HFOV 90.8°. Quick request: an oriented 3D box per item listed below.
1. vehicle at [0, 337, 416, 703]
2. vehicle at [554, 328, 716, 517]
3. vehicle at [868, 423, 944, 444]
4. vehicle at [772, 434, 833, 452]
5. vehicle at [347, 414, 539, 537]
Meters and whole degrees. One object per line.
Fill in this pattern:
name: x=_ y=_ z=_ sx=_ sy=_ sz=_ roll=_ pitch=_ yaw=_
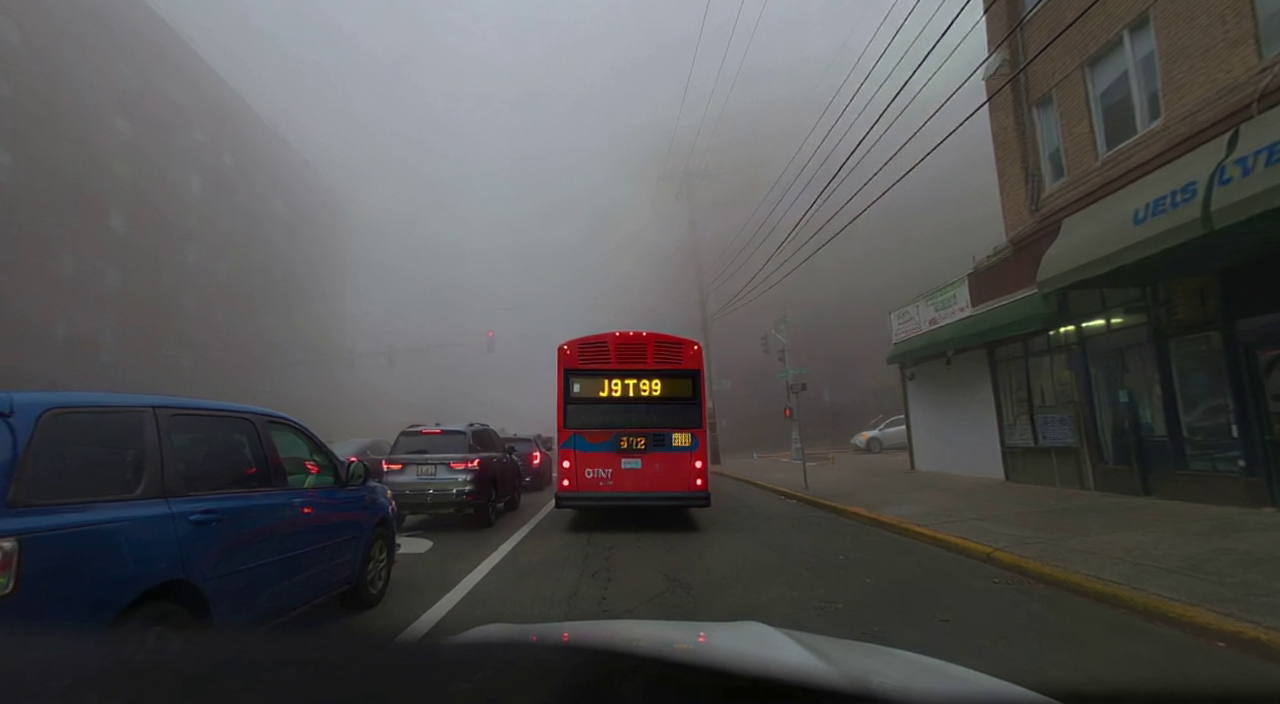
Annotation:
vehicle: x=-3.217 y=1.090 z=3.963 sx=2.020 sy=1.725 sz=4.384 roll=0 pitch=-8 yaw=0
vehicle: x=-0.295 y=2.003 z=16.640 sx=2.938 sy=3.468 sz=9.972 roll=0 pitch=-9 yaw=-2
vehicle: x=19.832 y=6.111 z=47.191 sx=4.827 sy=1.555 sz=1.863 roll=1 pitch=-9 yaw=-6
vehicle: x=11.964 y=6.737 z=46.649 sx=3.949 sy=1.337 sz=1.738 roll=0 pitch=-9 yaw=-2
vehicle: x=-3.345 y=2.210 z=11.893 sx=2.096 sy=1.828 sz=4.669 roll=0 pitch=-8 yaw=0
